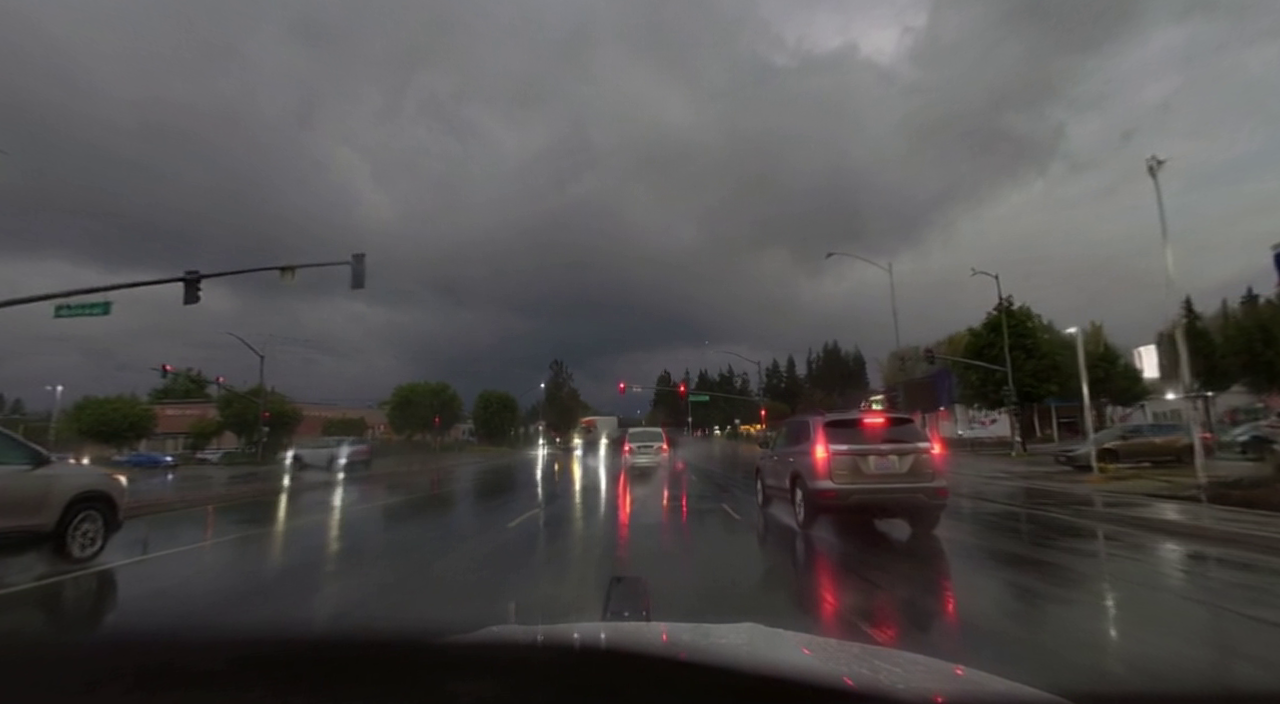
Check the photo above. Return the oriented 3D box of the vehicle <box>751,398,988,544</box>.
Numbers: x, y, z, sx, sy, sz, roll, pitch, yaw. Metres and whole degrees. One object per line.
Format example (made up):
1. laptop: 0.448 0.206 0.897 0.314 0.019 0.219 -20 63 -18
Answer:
1. vehicle: 3.215 1.791 10.004 2.083 1.779 4.347 0 -8 0

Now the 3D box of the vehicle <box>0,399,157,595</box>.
1. vehicle: -6.886 1.223 5.086 2.011 1.774 4.866 0 -8 1

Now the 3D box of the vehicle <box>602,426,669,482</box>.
1. vehicle: -0.107 3.466 21.565 2.067 1.702 3.987 0 -8 1

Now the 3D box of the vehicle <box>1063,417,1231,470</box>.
1. vehicle: 16.690 3.031 20.928 3.848 1.674 1.887 0 -9 2

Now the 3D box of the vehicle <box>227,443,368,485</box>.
1. vehicle: -13.629 4.455 25.465 1.835 1.485 4.788 -4 -9 24
